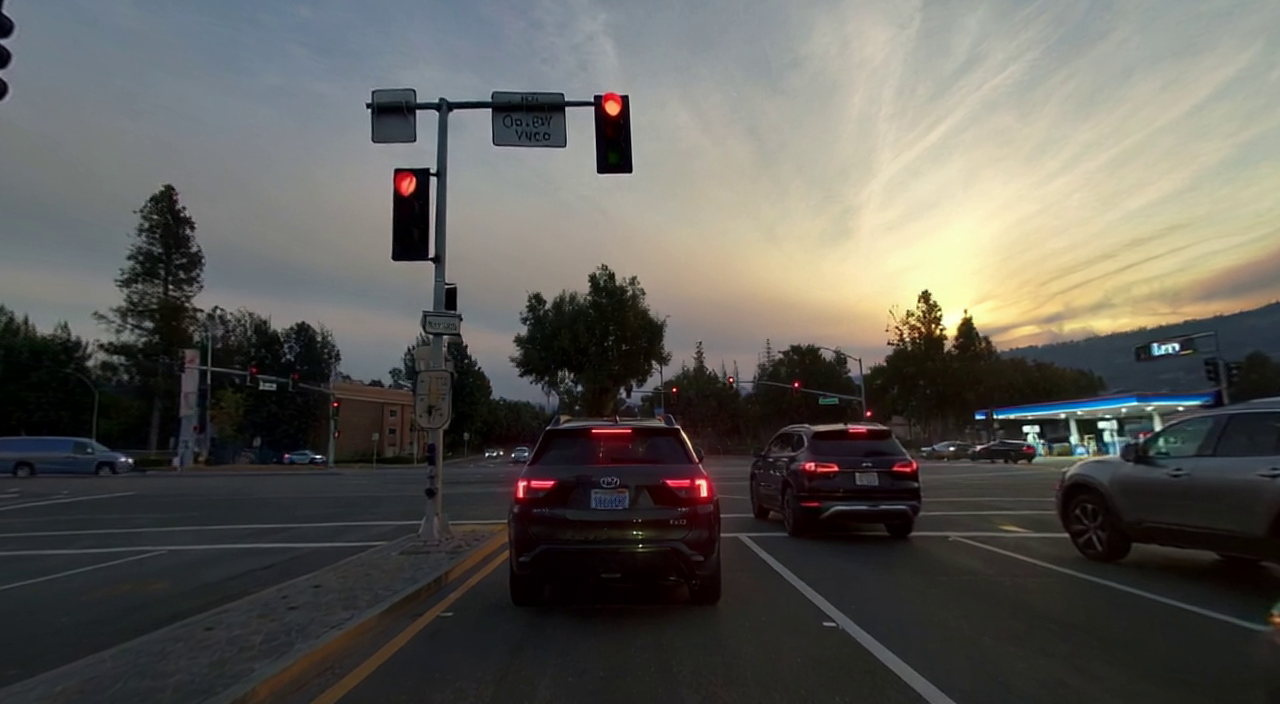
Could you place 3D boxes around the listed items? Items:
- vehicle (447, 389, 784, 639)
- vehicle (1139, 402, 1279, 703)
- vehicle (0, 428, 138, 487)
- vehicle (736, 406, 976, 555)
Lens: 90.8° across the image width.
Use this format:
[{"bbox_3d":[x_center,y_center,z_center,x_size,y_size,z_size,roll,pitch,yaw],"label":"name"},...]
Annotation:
[{"bbox_3d":[-0.190,1.479,6.813,2.351,1.733,4.616,0,-9,0],"label":"vehicle"},{"bbox_3d":[3.048,0.627,0.256,1.965,1.460,4.581,0,-9,1],"label":"vehicle"},{"bbox_3d":[-28.960,5.147,30.955,6.772,2.769,2.305,-1,-9,3],"label":"vehicle"},{"bbox_3d":[2.971,1.890,9.943,2.060,1.783,4.411,0,-9,-2],"label":"vehicle"}]
